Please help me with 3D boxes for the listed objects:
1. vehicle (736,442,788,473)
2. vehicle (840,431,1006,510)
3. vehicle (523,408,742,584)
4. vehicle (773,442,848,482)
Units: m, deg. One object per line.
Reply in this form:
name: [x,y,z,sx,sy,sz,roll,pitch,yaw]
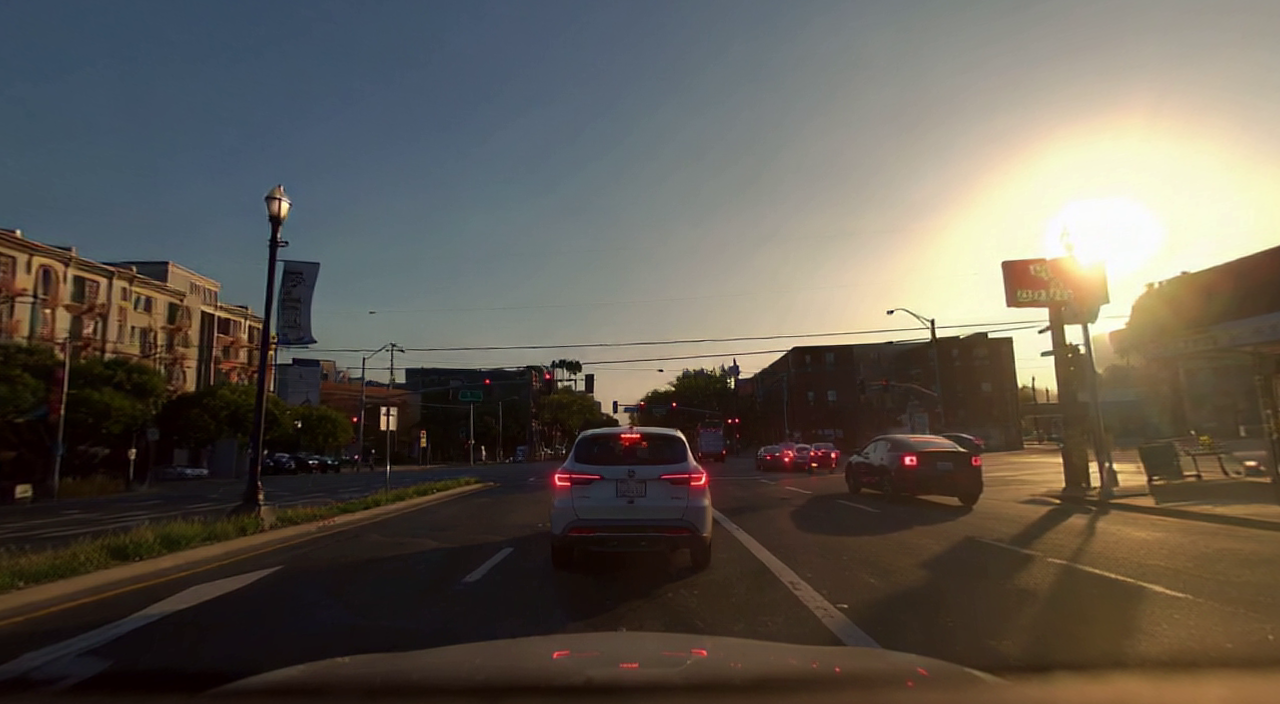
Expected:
vehicle: [6.289,5.480,32.823,1.961,1.477,4.454,0,-8,2]
vehicle: [6.776,2.875,15.753,2.072,1.652,4.611,0,-8,1]
vehicle: [-0.057,1.691,8.130,2.115,1.700,3.901,0,-8,0]
vehicle: [6.842,4.440,25.673,1.833,1.452,4.237,0,-9,0]
